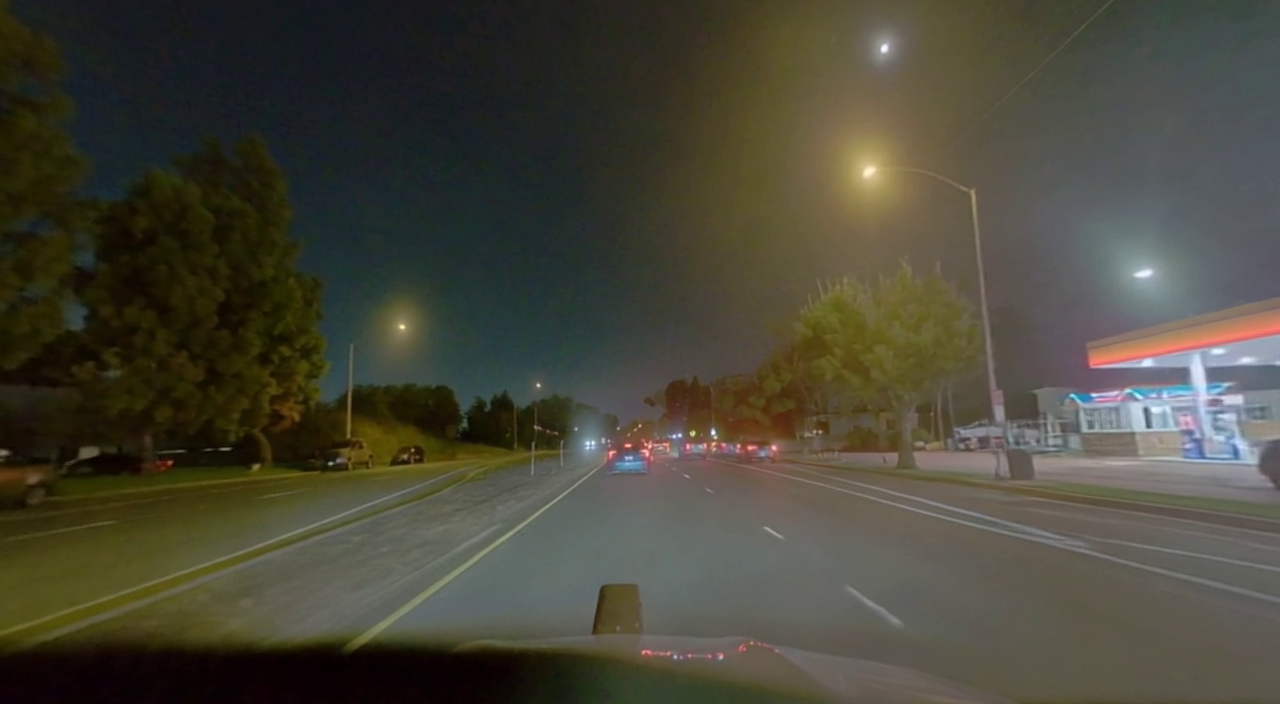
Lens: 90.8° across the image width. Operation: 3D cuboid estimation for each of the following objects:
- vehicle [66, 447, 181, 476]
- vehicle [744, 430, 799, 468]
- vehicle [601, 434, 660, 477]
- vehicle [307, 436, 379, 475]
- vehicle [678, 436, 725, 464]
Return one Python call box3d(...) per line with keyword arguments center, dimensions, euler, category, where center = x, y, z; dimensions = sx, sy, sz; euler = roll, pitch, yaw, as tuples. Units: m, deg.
box3d(center=(-27.498, 5.831, 33.713), dimensions=(4.413, 1.451, 1.882), euler=(0, -9, 0), category="vehicle")
box3d(center=(6.538, 4.885, 31.918), dimensions=(2.117, 1.757, 4.969), euler=(-1, -9, 5), category="vehicle")
box3d(center=(-0.298, 3.884, 23.919), dimensions=(2.052, 1.488, 3.779), euler=(0, -8, 1), category="vehicle")
box3d(center=(-18.930, 6.548, 40.600), dimensions=(2.222, 2.141, 5.390), euler=(-1, -6, -3), category="vehicle")
box3d(center=(3.355, 5.467, 35.339), dimensions=(2.124, 1.476, 4.730), euler=(0, -8, -1), category="vehicle")
